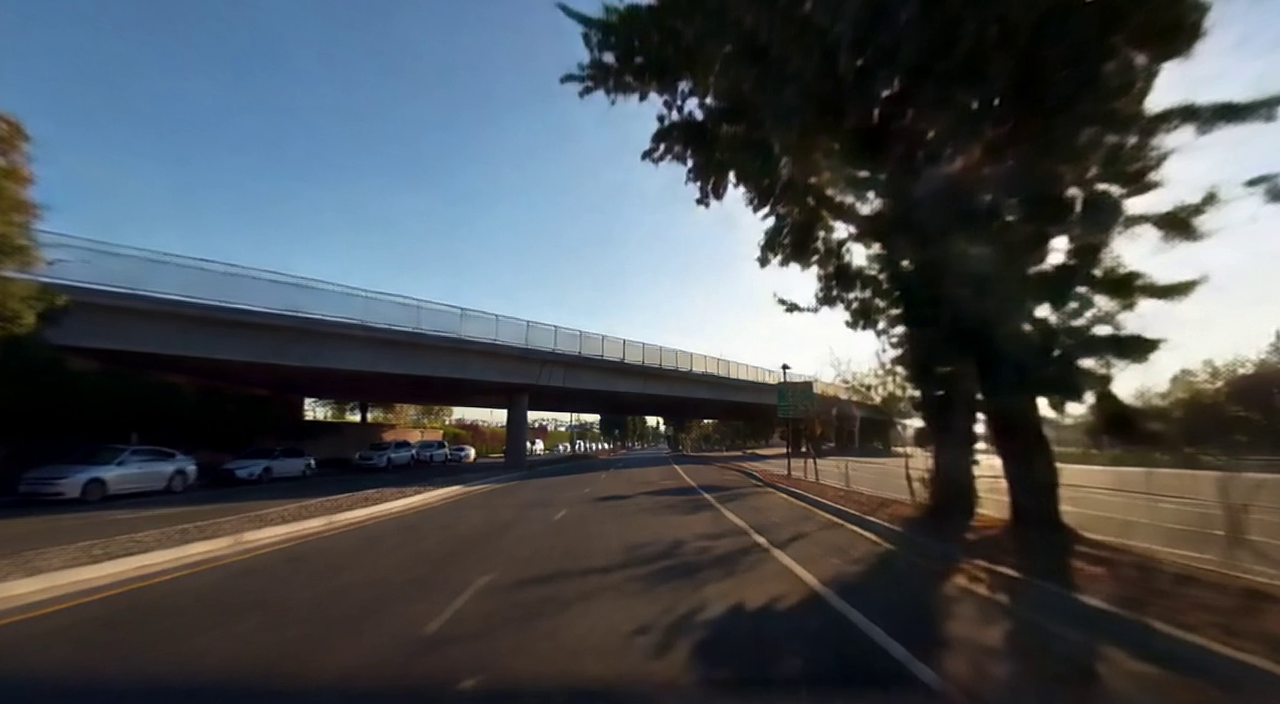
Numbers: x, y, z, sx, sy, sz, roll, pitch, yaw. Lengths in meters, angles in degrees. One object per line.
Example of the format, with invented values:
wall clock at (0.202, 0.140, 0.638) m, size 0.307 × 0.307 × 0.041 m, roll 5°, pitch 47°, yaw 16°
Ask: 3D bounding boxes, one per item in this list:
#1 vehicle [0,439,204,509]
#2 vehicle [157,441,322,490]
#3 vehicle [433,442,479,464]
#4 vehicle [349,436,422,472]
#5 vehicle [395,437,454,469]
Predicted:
vehicle at (-13.976, 3.112, 16.530) m, size 1.908 × 1.559 × 4.301 m, roll 0°, pitch -9°, yaw 2°
vehicle at (-13.847, 3.930, 22.392) m, size 2.155 × 1.477 × 5.369 m, roll 0°, pitch -8°, yaw 3°
vehicle at (-13.179, 7.296, 45.479) m, size 1.847 × 1.498 × 4.368 m, roll 1°, pitch -10°, yaw 2°
vehicle at (-13.316, 5.375, 33.353) m, size 1.903 × 1.703 × 4.346 m, roll 2°, pitch -9°, yaw 1°
vehicle at (-13.355, 6.247, 39.419) m, size 1.886 × 1.801 × 4.337 m, roll 2°, pitch -8°, yaw 3°
